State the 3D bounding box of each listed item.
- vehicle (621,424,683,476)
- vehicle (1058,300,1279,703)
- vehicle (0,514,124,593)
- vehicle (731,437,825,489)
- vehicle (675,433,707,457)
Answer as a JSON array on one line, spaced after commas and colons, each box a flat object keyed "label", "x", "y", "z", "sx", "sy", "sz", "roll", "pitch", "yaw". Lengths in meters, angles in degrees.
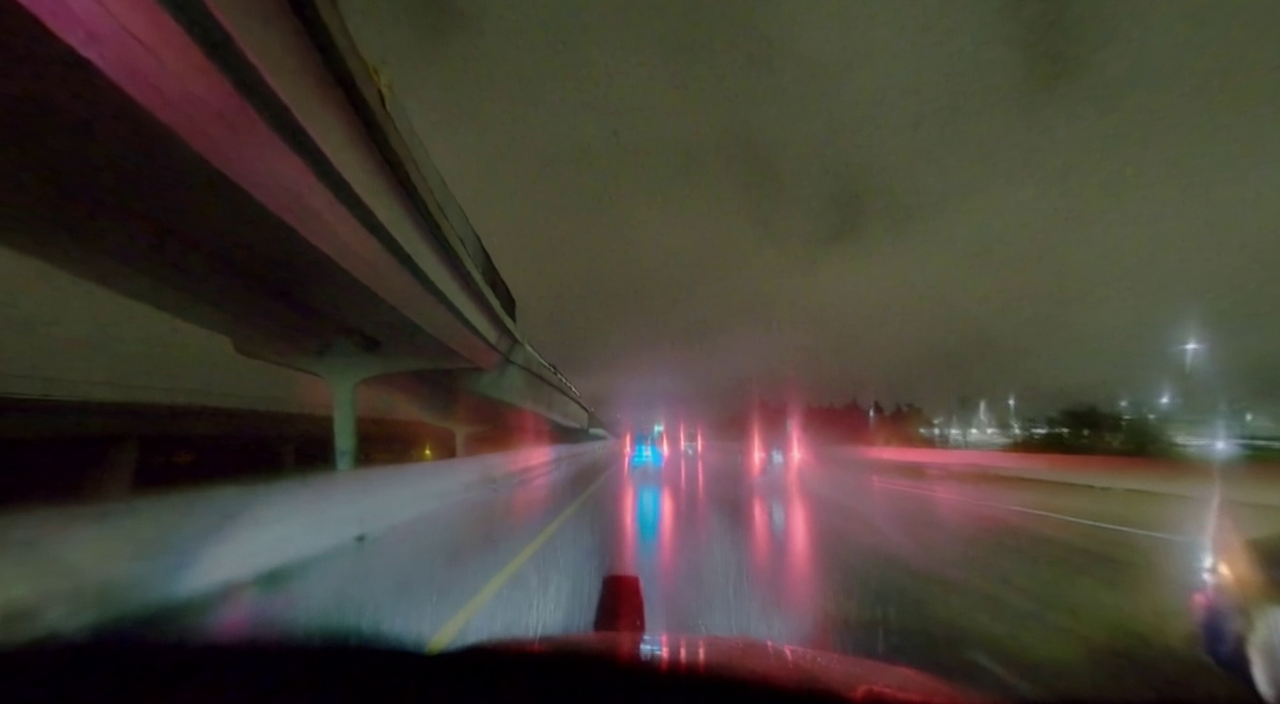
[{"label": "vehicle", "x": 0.443, "y": 3.912, "z": 25.364, "sx": 2.264, "sy": 1.841, "sz": 4.583, "roll": 1, "pitch": -8, "yaw": 0}, {"label": "vehicle", "x": 4.133, "y": 0.596, "z": 1.486, "sx": 2.404, "sy": 2.014, "sz": 5.655, "roll": 1, "pitch": -8, "yaw": 0}, {"label": "vehicle", "x": -19.284, "y": 6.308, "z": 20.123, "sx": 1.939, "sy": 1.689, "sz": 4.298, "roll": 1, "pitch": -8, "yaw": -2}, {"label": "vehicle", "x": 4.330, "y": 3.528, "z": 20.438, "sx": 2.047, "sy": 1.500, "sz": 4.017, "roll": 1, "pitch": -8, "yaw": -2}, {"label": "vehicle", "x": 3.864, "y": 7.111, "z": 48.335, "sx": 2.047, "sy": 1.700, "sz": 4.069, "roll": 1, "pitch": -8, "yaw": -1}]
